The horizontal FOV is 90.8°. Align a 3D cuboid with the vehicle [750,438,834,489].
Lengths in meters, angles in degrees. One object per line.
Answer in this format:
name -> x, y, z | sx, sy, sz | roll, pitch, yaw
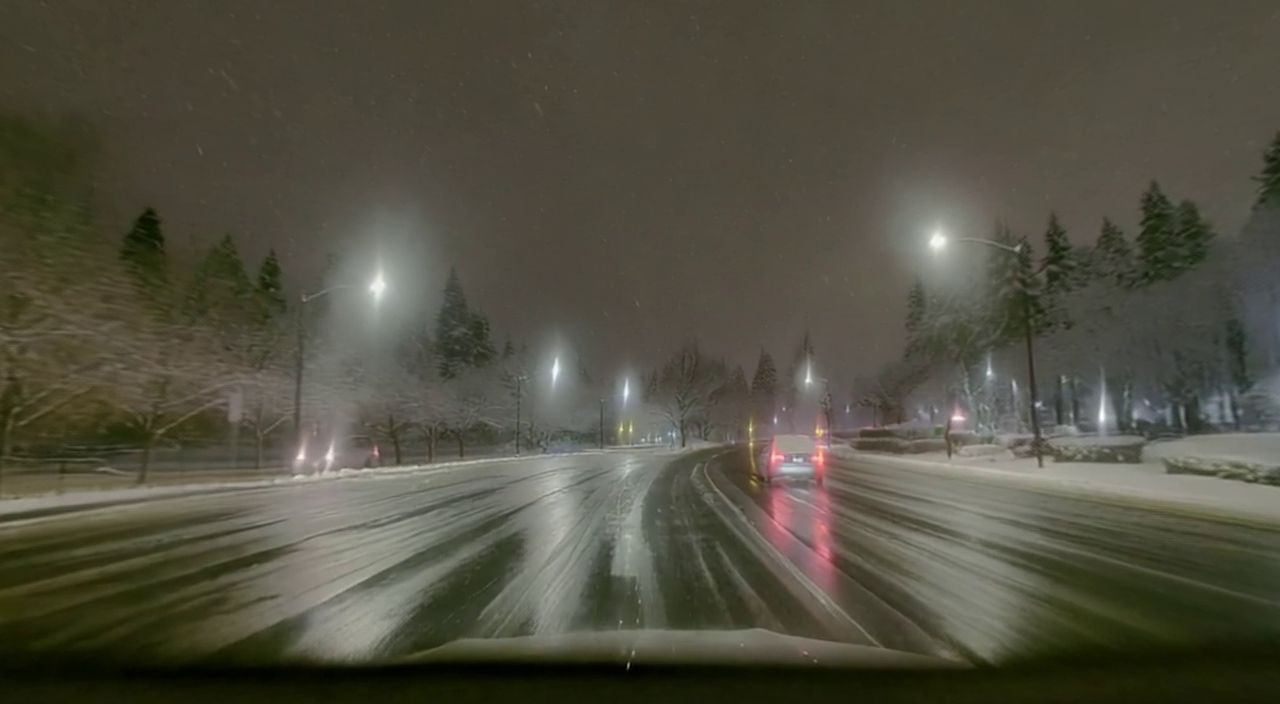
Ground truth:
vehicle -> 4.898, 3.641, 20.990 | 1.928, 1.481, 4.453 | -1, -8, 4
